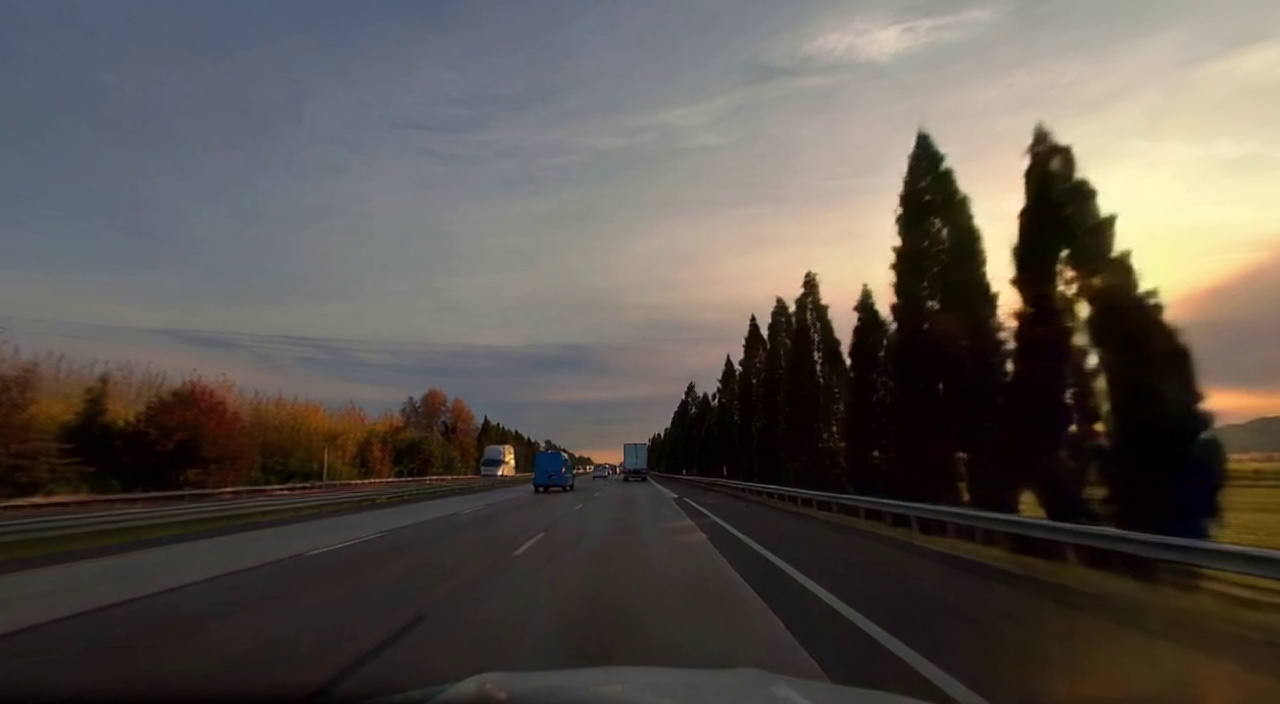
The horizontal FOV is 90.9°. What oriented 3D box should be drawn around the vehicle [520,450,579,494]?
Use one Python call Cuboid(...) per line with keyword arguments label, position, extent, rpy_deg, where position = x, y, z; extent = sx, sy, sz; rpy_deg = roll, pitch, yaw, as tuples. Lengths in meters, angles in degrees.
Cuboid(label="vehicle", position=(-4.389, 5.922, 31.299), extent=(2.208, 1.973, 4.716), rpy_deg=(1, -10, 0))
